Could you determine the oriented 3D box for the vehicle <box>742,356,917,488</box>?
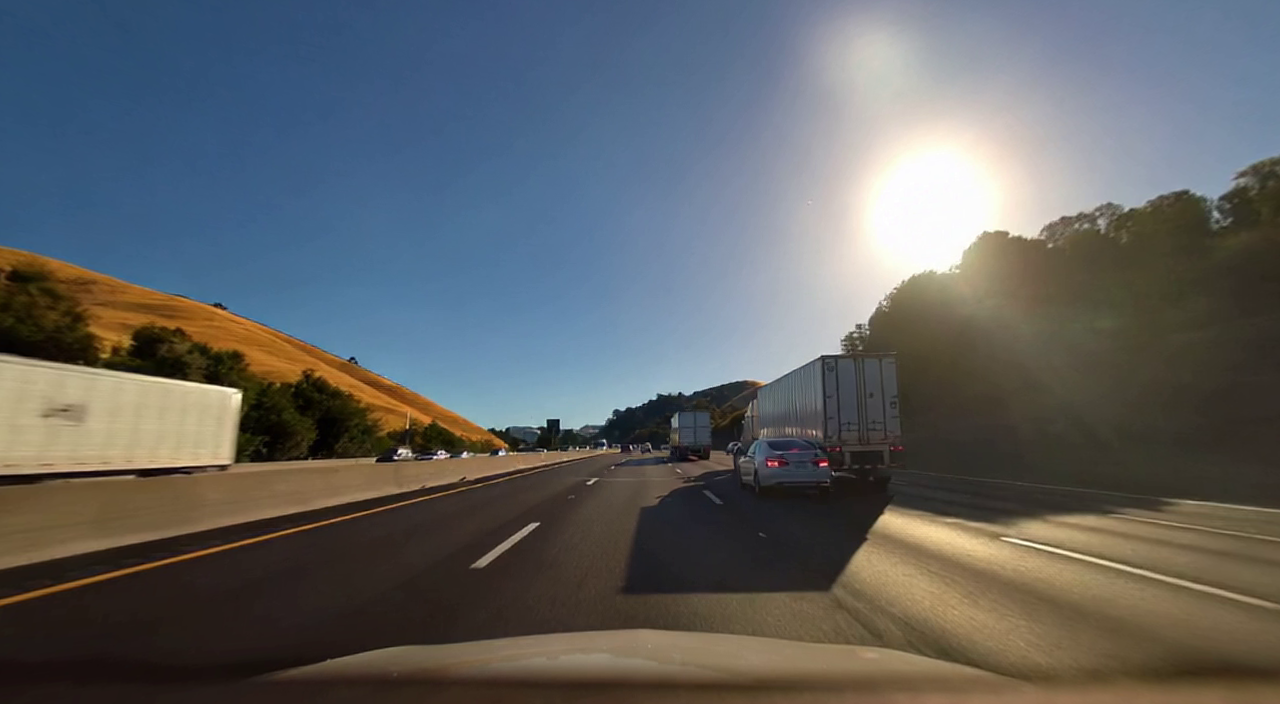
[{"bbox_3d":[7.323,3.415,28.143,2.947,4.199,16.175,0,-9,1],"label":"vehicle"}]

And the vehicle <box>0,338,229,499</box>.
[{"bbox_3d":[-16.917,1.886,17.079,2.841,3.835,12.769,0,-9,0],"label":"vehicle"}]

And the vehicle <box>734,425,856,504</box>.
[{"bbox_3d":[3.796,2.852,16.308,2.055,1.737,4.224,0,-9,0],"label":"vehicle"}]
